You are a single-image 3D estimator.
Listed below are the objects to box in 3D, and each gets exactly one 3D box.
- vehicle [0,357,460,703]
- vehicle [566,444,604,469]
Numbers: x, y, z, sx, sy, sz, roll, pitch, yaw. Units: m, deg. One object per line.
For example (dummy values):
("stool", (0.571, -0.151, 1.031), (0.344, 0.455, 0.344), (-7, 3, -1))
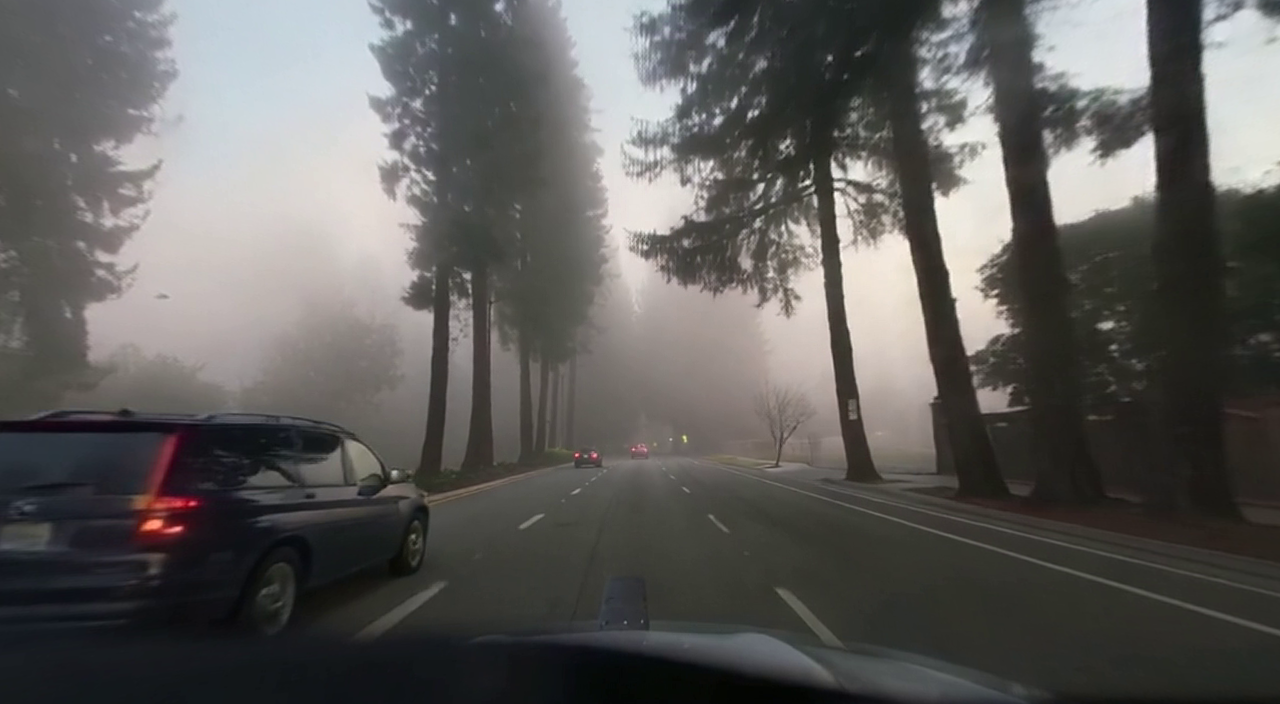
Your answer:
("vehicle", (-3.223, 1.210, 5.199), (2.058, 1.671, 4.704), (0, -9, 0))
("vehicle", (-3.454, 6.654, 40.252), (2.021, 1.466, 4.330), (0, -9, 1))
